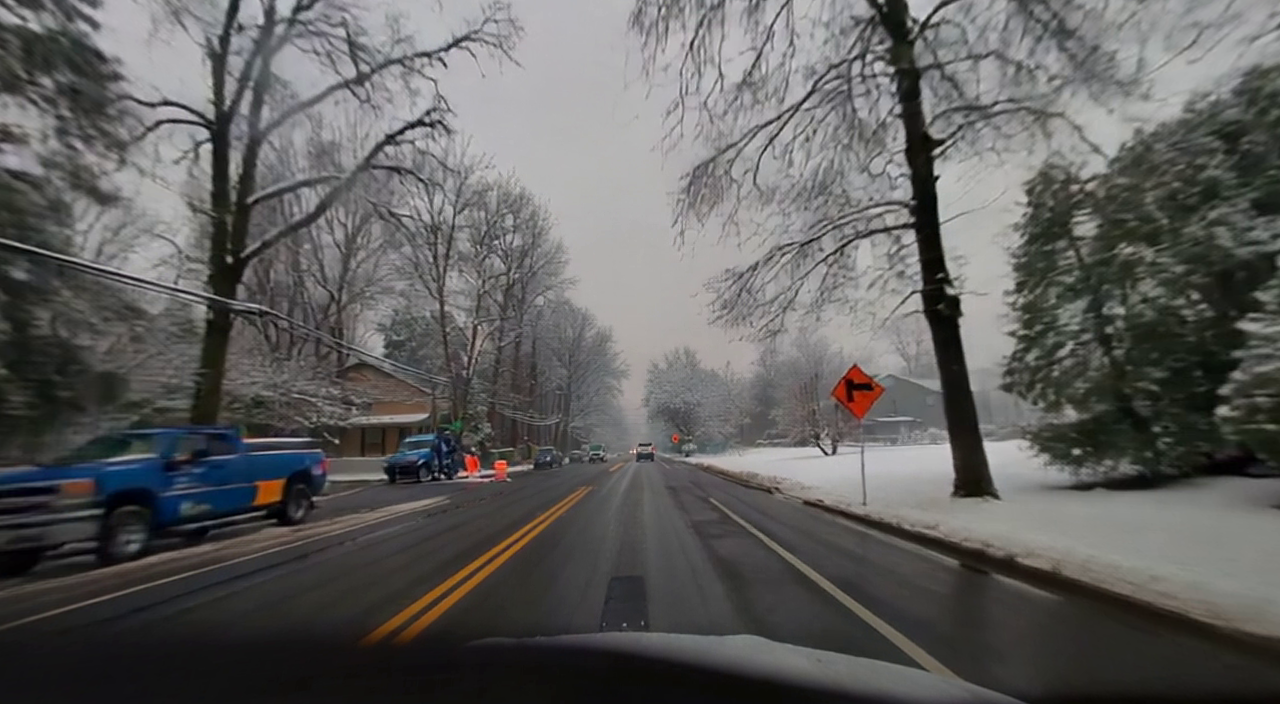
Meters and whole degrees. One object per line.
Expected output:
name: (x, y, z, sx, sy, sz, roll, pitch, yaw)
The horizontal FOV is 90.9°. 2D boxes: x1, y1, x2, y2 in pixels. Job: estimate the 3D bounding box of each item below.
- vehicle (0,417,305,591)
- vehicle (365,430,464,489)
vehicle: (-8.319, 2.277, 10.524, 2.375, 2.016, 5.936, -4, -7, -1)
vehicle: (-10.618, 5.052, 29.867, 4.120, 2.628, 2.064, 3, -9, -18)
